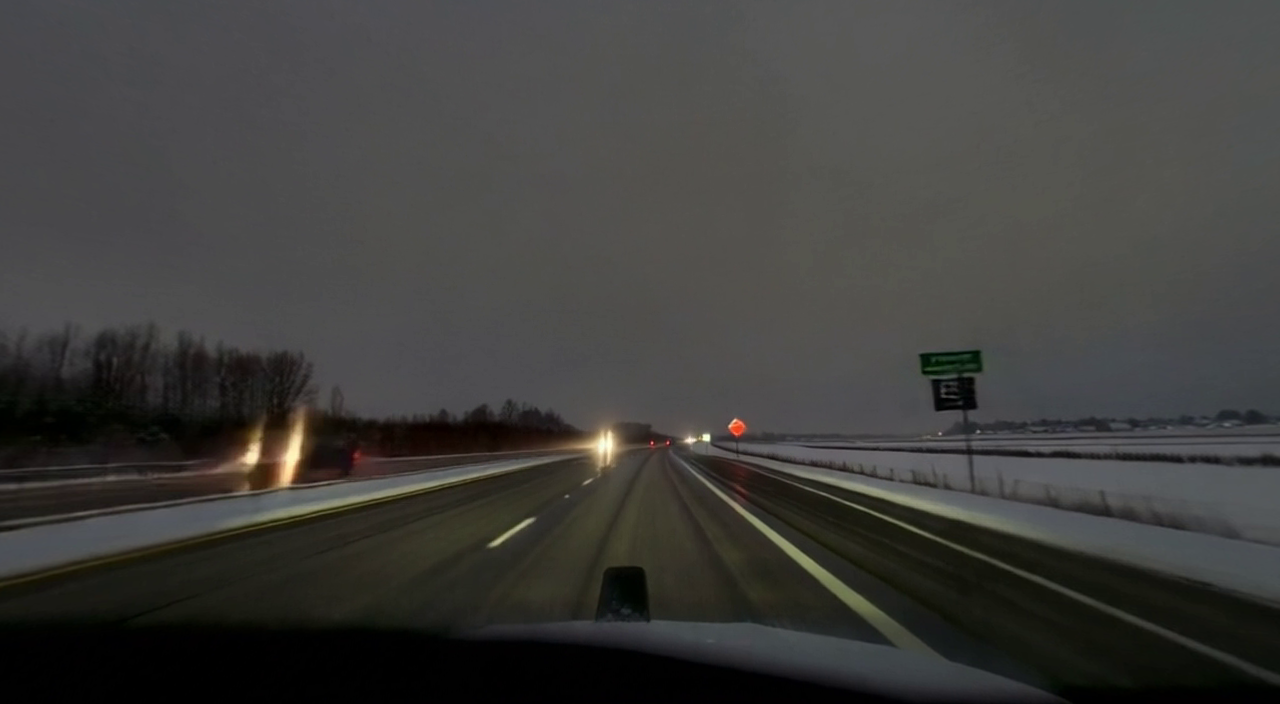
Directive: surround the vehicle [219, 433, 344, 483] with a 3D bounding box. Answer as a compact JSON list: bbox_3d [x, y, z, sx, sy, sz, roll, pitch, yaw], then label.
[{"bbox_3d":[-13.369,3.968,23.852,1.941,1.706,4.601,0,-8,1],"label":"vehicle"}]
